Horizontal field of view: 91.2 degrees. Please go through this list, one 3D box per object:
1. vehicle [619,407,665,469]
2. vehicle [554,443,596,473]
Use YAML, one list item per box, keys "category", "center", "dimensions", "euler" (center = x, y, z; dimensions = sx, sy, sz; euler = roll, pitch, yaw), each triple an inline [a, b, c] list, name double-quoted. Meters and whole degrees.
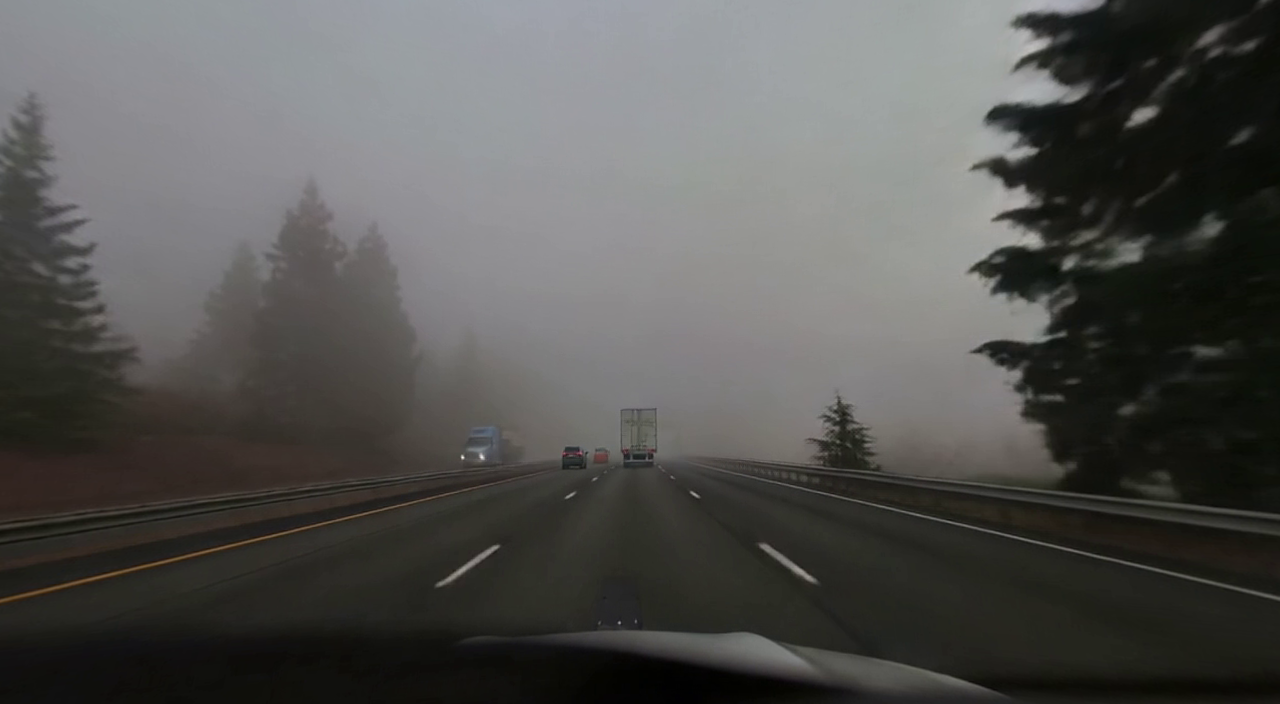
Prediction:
- category: "vehicle"
  center: [0.031, 6.581, 47.308]
  dimensions: [3.100, 4.091, 10.664]
  euler: [0, -9, -1]
- category: "vehicle"
  center: [-3.747, 6.207, 36.821]
  dimensions: [2.112, 1.645, 4.129]
  euler: [0, -9, -1]
